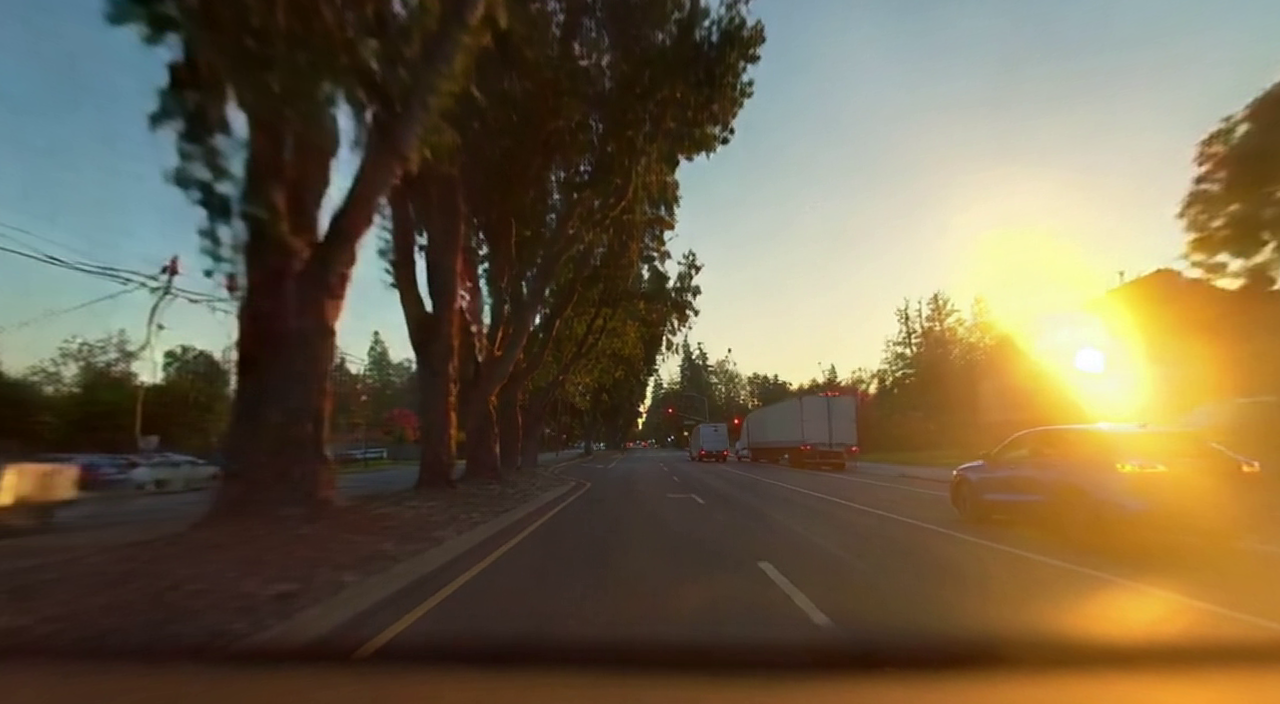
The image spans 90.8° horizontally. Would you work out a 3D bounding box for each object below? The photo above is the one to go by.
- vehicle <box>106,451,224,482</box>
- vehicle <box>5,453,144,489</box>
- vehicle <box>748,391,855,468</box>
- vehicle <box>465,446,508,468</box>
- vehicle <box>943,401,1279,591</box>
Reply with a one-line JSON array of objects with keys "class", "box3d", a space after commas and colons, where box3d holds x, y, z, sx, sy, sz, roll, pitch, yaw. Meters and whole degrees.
[{"class": "vehicle", "box3d": [-24.749, 5.969, 33.032, 4.499, 1.507, 1.978, 0, -8, 0]}, {"class": "vehicle", "box3d": [-24.957, 5.246, 27.973, 4.461, 1.452, 1.855, -1, -8, 3]}, {"class": "vehicle", "box3d": [10.282, 5.454, 43.047, 2.975, 4.201, 17.050, 0, -8, 0]}, {"class": "vehicle", "box3d": [-11.189, 7.648, 46.419, 1.954, 1.496, 4.590, -1, -8, 1]}, {"class": "vehicle", "box3d": [6.167, 1.684, 8.285, 2.012, 1.754, 4.635, 0, -8, -1]}]
